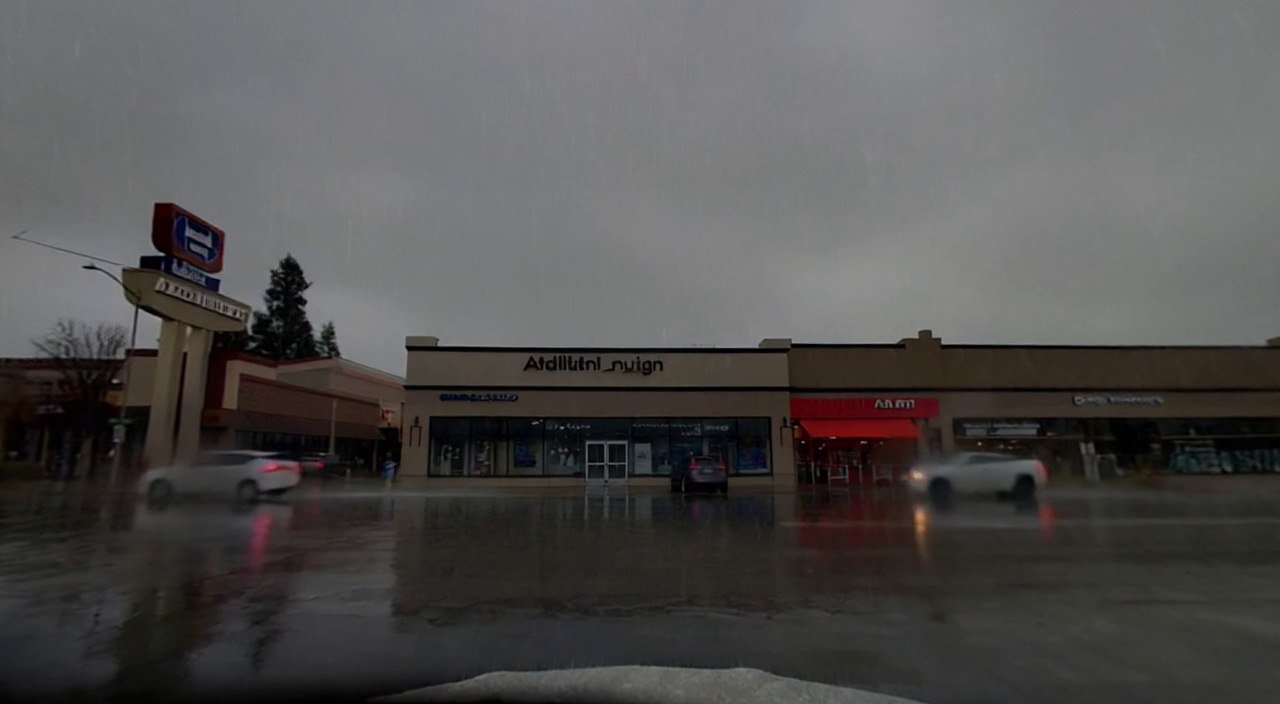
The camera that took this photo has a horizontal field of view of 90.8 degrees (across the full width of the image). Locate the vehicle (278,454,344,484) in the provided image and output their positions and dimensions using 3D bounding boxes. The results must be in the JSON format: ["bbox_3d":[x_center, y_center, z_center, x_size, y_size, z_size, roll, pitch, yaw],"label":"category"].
[{"bbox_3d":[-20.027,7.047,38.348,4.596,1.680,1.936,-8,-11,41],"label":"vehicle"}]

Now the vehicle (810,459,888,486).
[{"bbox_3d":[12.972,7.465,39.503,1.791,1.453,4.593,5,-10,-29],"label":"vehicle"}]

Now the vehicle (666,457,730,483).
[{"bbox_3d":[3.571,7.368,39.686,1.812,1.468,4.519,5,-10,-28],"label":"vehicle"}]

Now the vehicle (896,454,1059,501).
[{"bbox_3d":[11.568,4.290,21.828,4.661,1.478,1.878,1,-9,-7],"label":"vehicle"}]

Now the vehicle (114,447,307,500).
[{"bbox_3d":[-14.283,4.035,21.280,4.889,1.659,2.059,1,-9,-4],"label":"vehicle"}]
